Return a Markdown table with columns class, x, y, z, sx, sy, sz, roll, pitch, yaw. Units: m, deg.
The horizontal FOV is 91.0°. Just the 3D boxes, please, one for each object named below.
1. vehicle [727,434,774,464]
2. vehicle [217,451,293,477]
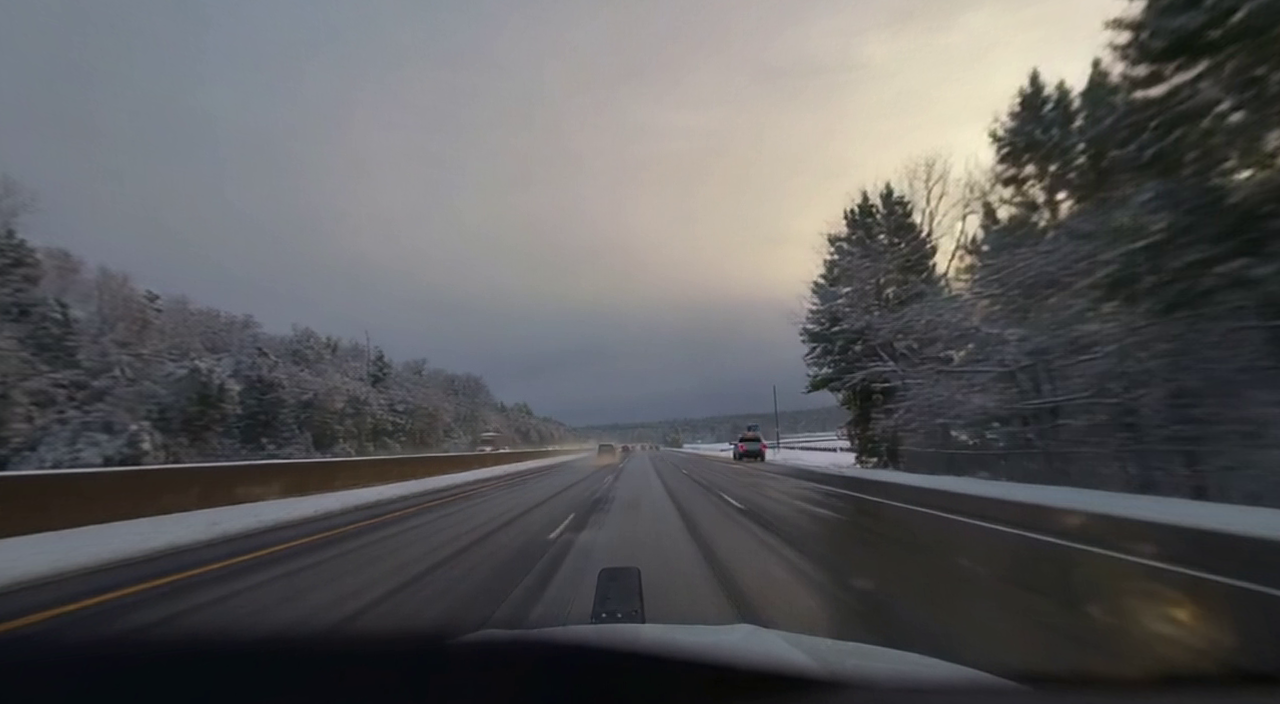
| class | x | y | z | sx | sy | sz | roll | pitch | yaw |
| --- | --- | --- | --- | --- | --- | --- | --- | --- | --- |
| vehicle | 8.310 | 7.395 | 48.029 | 2.440 | 2.132 | 6.219 | 0 | -9 | 0 |
| vehicle | -24.625 | 7.172 | 40.482 | 1.877 | 1.531 | 4.712 | 0 | -9 | 0 |
